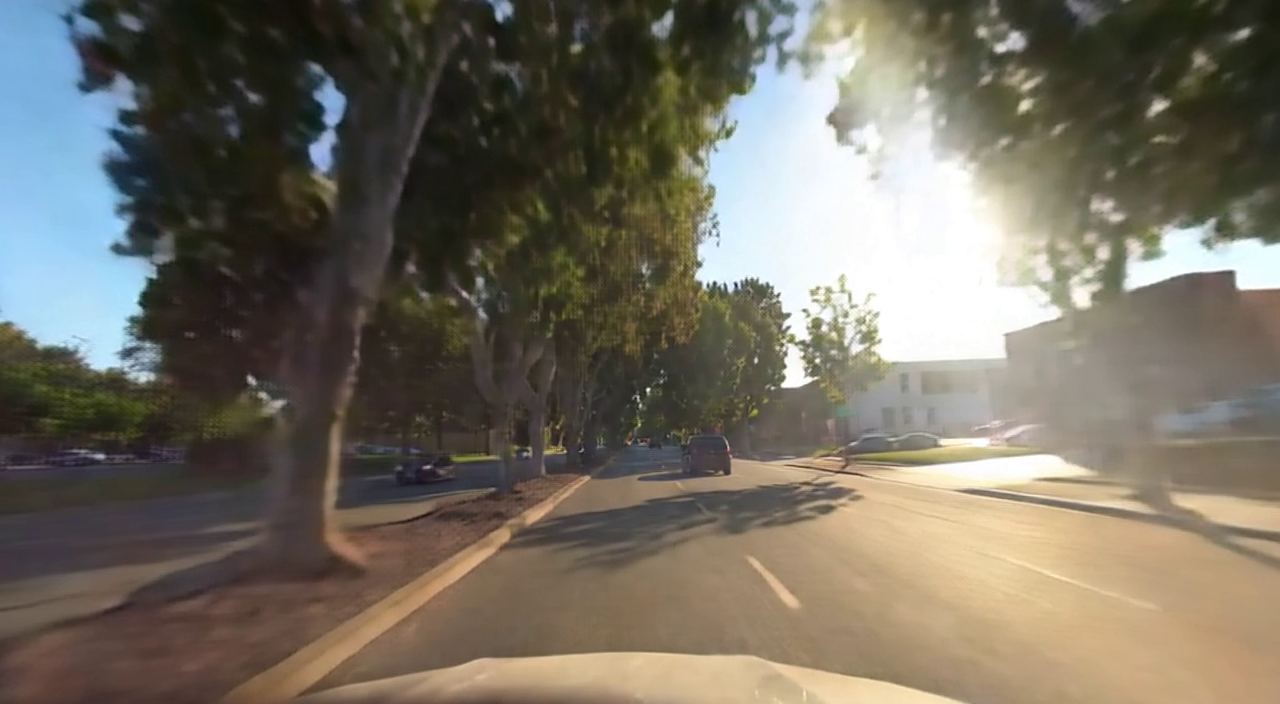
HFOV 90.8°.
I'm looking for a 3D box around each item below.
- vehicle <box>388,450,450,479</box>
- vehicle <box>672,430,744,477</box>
[{"bbox_3d":[-12.031,6.115,34.703,1.834,1.415,4.509,0,-8,-1],"label":"vehicle"},{"bbox_3d":[2.650,4.110,25.846,2.240,1.740,4.605,0,-8,-2],"label":"vehicle"}]
